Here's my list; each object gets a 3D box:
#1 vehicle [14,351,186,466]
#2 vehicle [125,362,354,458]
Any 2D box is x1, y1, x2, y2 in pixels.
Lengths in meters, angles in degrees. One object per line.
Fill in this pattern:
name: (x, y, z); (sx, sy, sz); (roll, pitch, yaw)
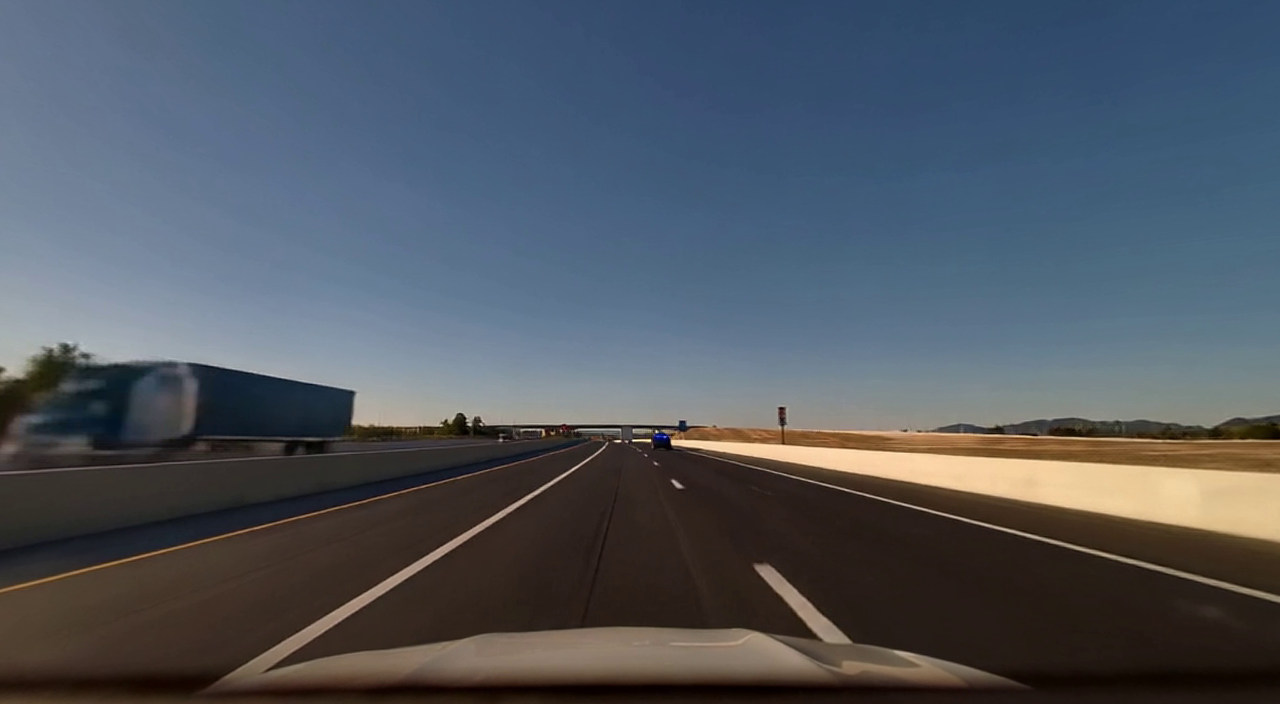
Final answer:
vehicle: (-20.034, 2.164, 23.612); (3.272, 4.006, 3.193); (1, -7, 0)
vehicle: (-20.217, 3.418, 33.785); (3.439, 4.086, 14.035); (0, -8, -2)
